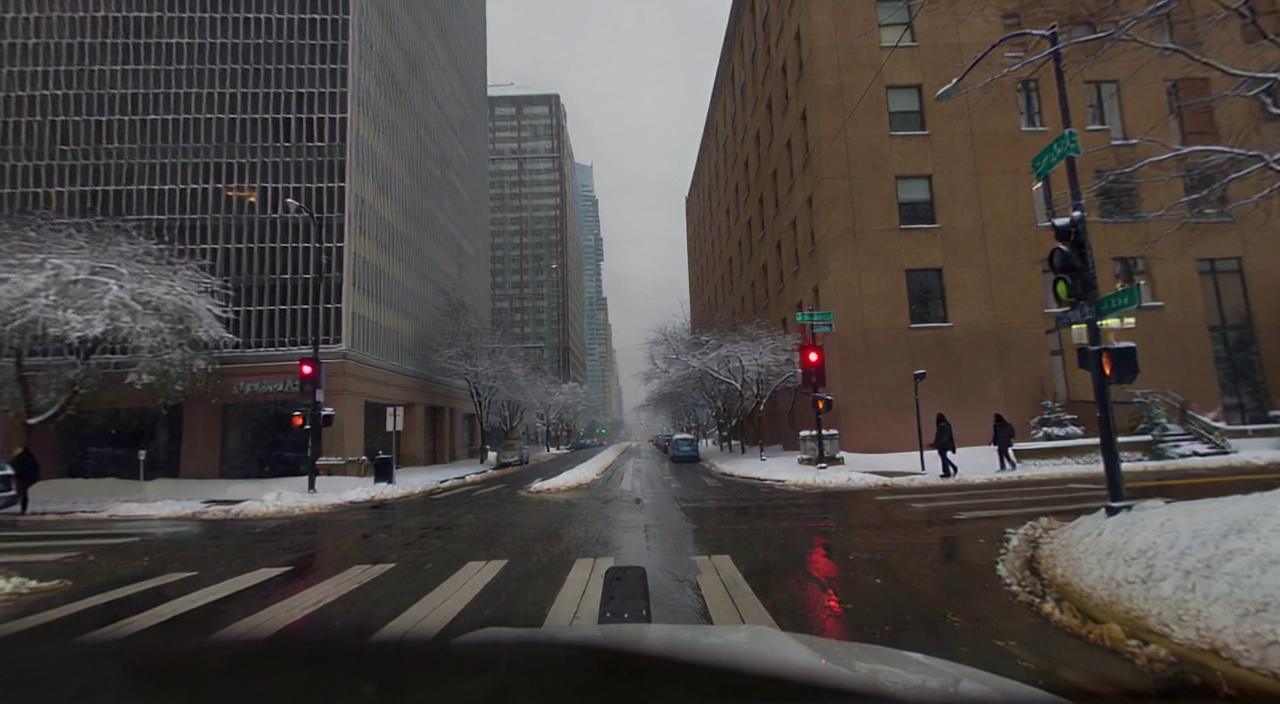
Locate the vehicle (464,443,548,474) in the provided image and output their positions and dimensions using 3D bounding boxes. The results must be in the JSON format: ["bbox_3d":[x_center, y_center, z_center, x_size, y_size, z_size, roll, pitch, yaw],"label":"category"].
[{"bbox_3d":[-8.024,6.365,38.017,1.963,1.726,4.526,-8,-12,44],"label":"vehicle"}]

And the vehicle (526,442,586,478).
[{"bbox_3d":[-3.670,4.817,28.454,1.989,1.481,4.500,0,-8,1],"label":"vehicle"}]

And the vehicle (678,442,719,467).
[{"bbox_3d":[3.540,6.283,38.866,1.853,1.426,4.160,1,-8,-3],"label":"vehicle"}]
